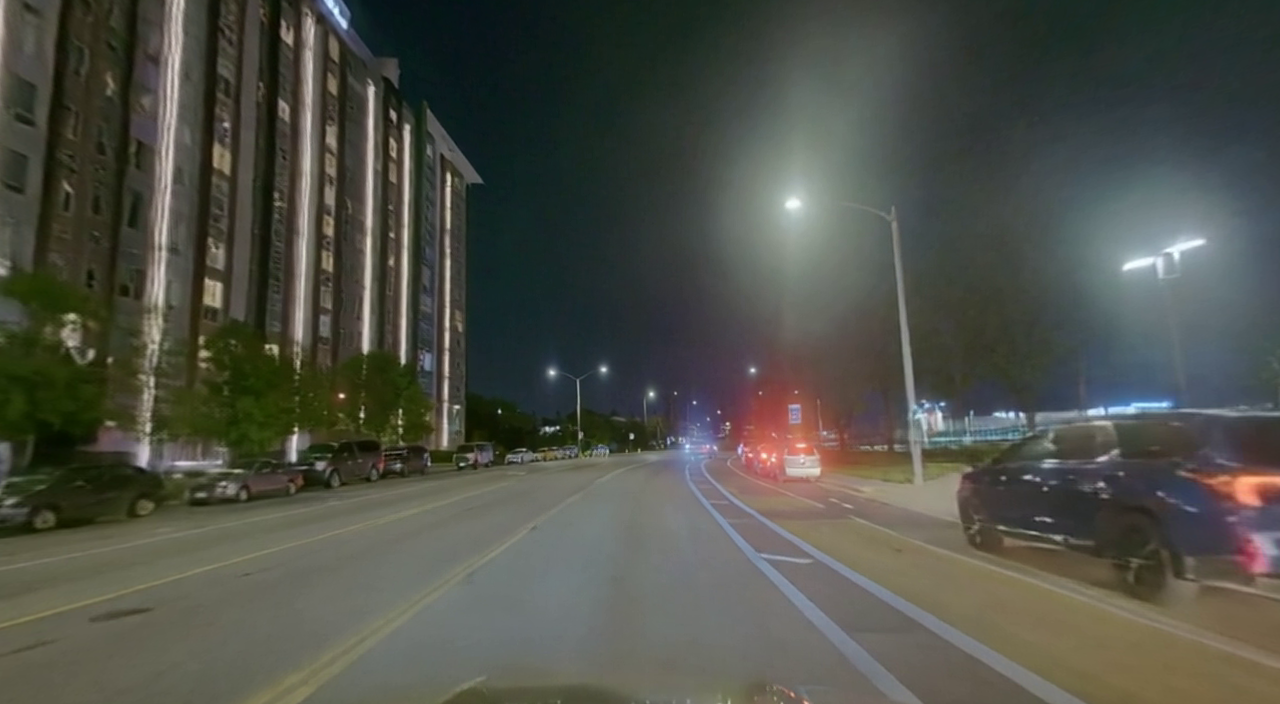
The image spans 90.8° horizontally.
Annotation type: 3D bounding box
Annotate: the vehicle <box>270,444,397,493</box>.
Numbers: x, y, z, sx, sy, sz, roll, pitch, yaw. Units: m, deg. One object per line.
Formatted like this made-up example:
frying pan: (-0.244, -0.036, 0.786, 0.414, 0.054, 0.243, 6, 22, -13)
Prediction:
vehicle: (-12.515, 4.745, 26.400, 2.290, 1.799, 5.801, 0, -8, 1)

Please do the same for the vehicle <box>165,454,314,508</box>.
vehicle: (-12.373, 3.978, 19.915, 1.723, 1.418, 4.359, 0, -8, 2)

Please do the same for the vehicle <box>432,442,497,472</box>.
vehicle: (-11.773, 7.076, 42.888, 2.137, 1.835, 5.833, -1, -8, 7)

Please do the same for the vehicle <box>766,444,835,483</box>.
vehicle: (6.600, 4.620, 26.523, 1.947, 1.487, 4.549, 0, -8, 3)

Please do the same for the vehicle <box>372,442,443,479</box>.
vehicle: (-12.369, 5.783, 33.961, 2.001, 1.836, 4.471, 0, -8, 2)

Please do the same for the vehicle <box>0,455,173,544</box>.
vehicle: (-12.270, 2.960, 13.284, 1.926, 1.499, 3.869, 0, -8, 0)

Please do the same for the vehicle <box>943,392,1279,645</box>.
vehicle: (5.631, 1.519, 6.772, 2.102, 1.781, 5.470, 0, -8, 1)
